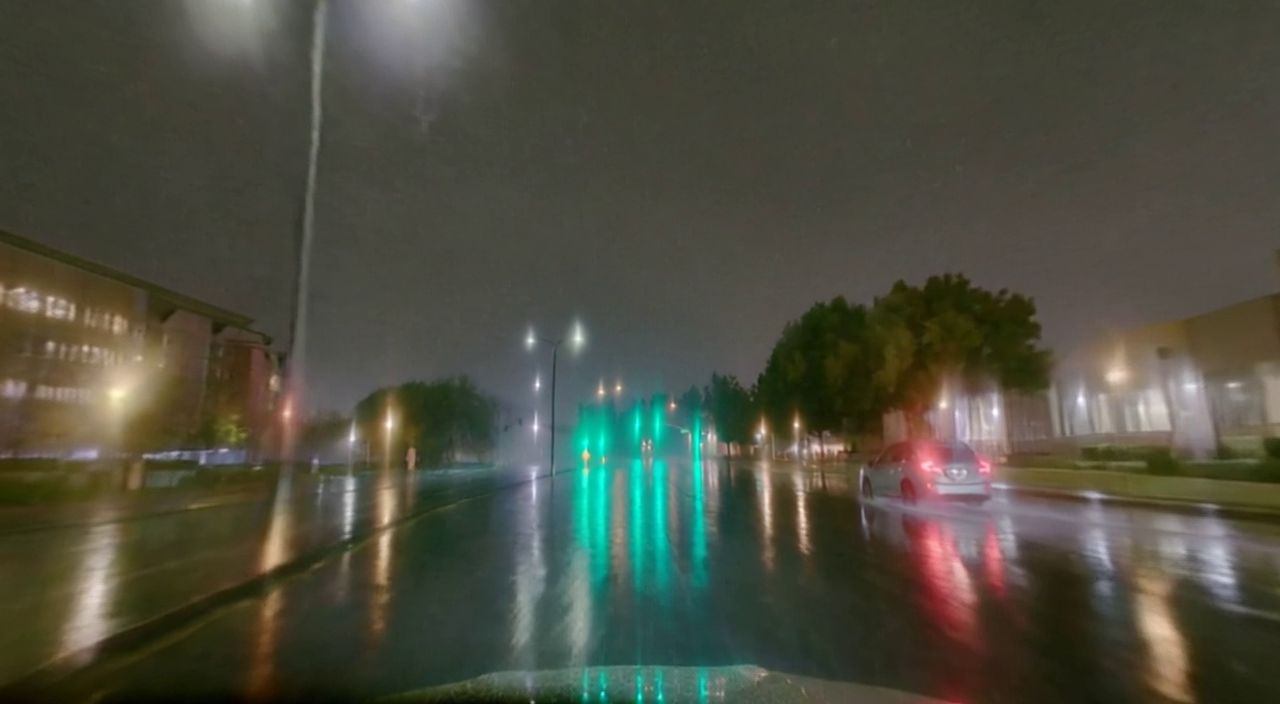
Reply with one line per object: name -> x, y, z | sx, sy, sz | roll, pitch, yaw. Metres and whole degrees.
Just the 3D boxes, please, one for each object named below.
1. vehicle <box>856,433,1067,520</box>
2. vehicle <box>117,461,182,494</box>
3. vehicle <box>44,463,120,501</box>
vehicle -> 6.411, 2.528, 13.384 | 1.913, 1.504, 4.738 | 0, -9, -1
vehicle -> -27.240, 6.897, 35.008 | 5.281, 1.586, 1.979 | -8, -12, 43
vehicle -> -27.590, 6.335, 31.171 | 4.967, 1.587, 2.096 | -8, -12, 42
